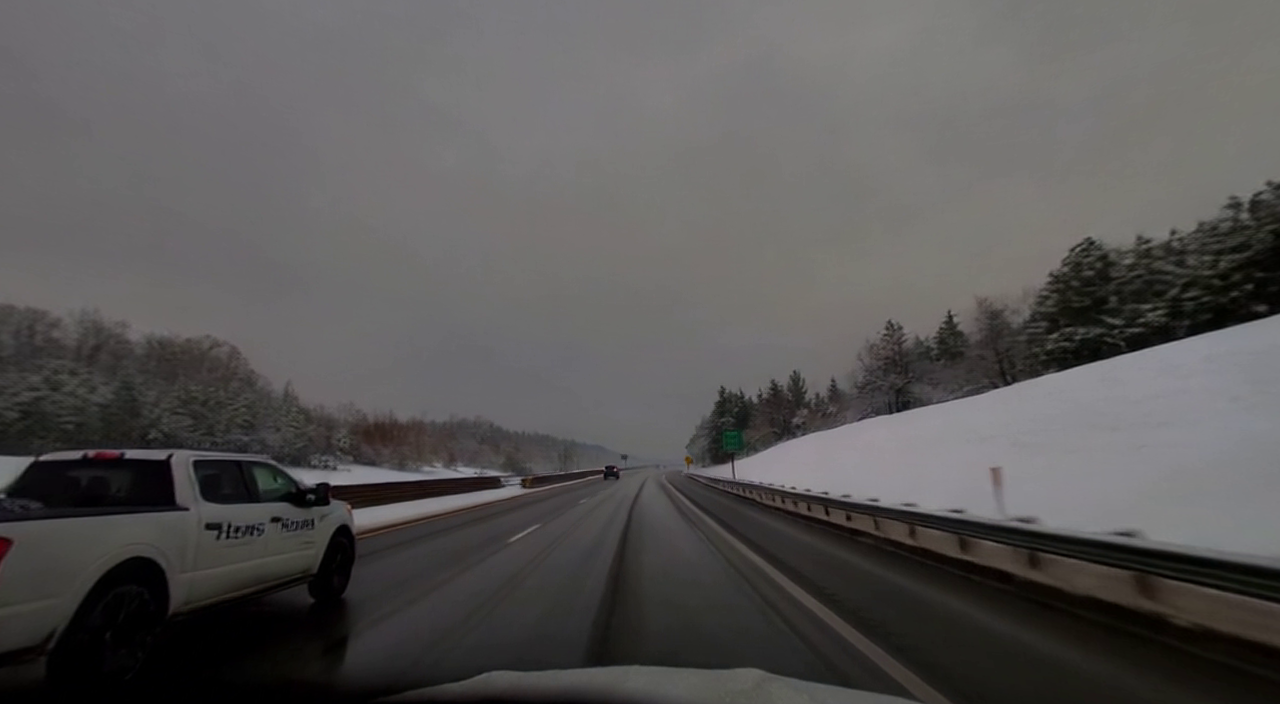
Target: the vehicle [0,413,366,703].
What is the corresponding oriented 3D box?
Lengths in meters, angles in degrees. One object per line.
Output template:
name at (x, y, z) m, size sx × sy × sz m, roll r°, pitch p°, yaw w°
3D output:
vehicle at (-4.045, 1.272, 4.213) m, size 2.135 × 1.506 × 5.041 m, roll 1°, pitch -10°, yaw 0°
